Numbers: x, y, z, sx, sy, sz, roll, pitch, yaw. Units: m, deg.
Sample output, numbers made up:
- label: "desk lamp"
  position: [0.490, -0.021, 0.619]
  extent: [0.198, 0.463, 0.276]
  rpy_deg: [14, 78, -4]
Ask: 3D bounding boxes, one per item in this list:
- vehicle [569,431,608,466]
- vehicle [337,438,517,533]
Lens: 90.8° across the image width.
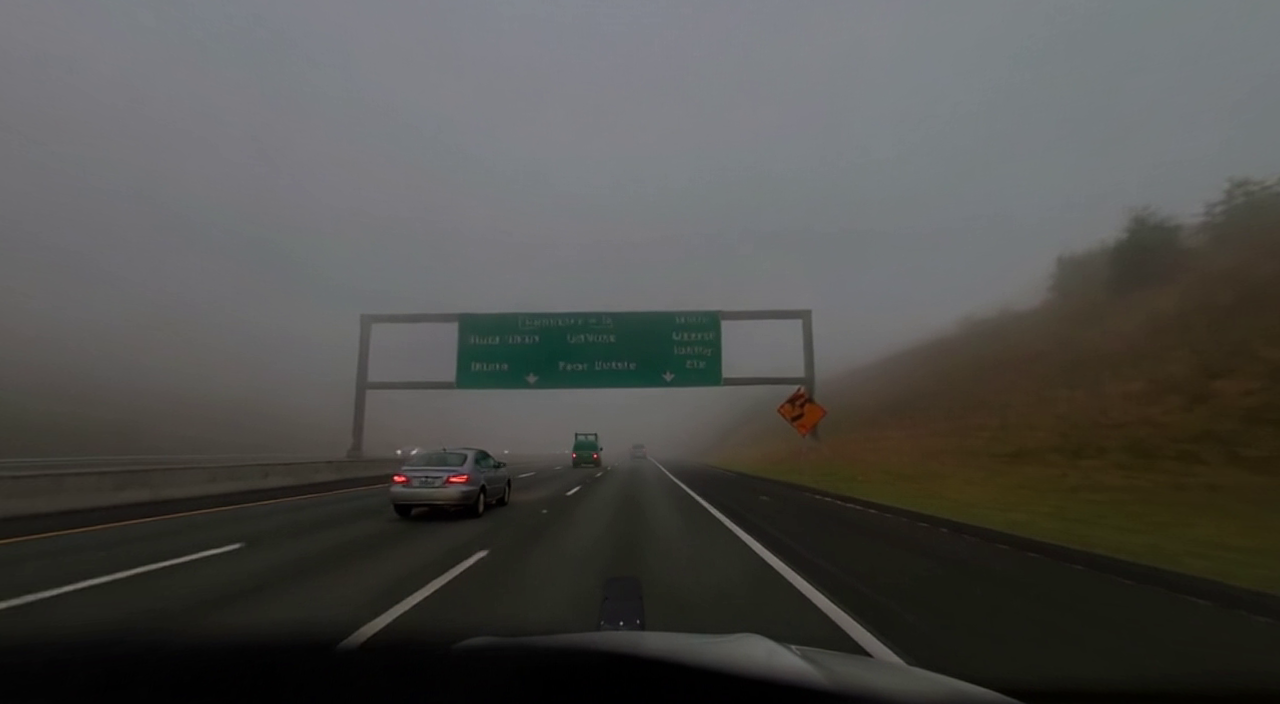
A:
- label: "vehicle"
  position: [-3.722, 7.147, 46.632]
  extent: [2.290, 2.453, 5.561]
  rpy_deg: [0, -9, 1]
- label: "vehicle"
  position: [-3.652, 2.351, 11.676]
  extent: [1.924, 1.436, 3.915]
  rpy_deg: [0, -9, 0]
